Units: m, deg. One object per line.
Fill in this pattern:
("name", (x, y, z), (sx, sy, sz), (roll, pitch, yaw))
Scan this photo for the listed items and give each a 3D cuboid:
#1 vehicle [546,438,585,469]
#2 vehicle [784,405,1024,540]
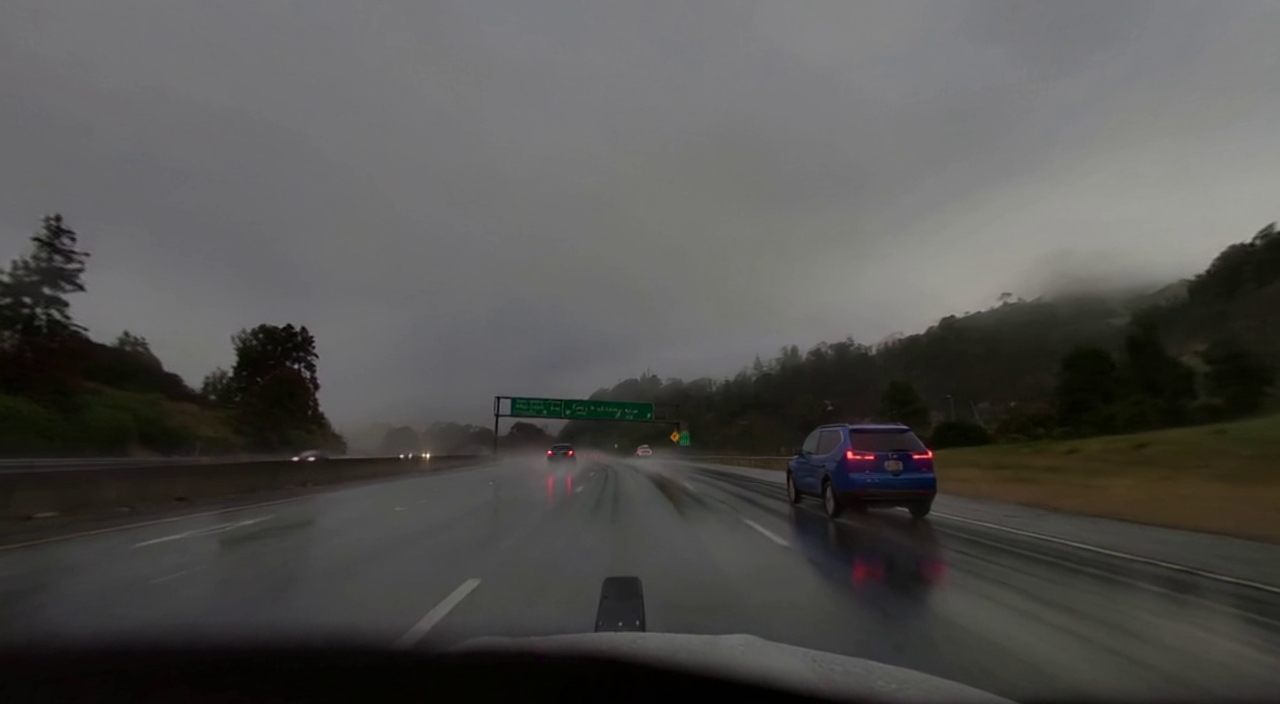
("vehicle", (-5.567, 7.639, 47.749), (2.537, 2.121, 5.251), (0, -9, -3))
("vehicle", (4.338, 2.081, 11.514), (2.103, 1.903, 4.837), (0, -9, -2))
